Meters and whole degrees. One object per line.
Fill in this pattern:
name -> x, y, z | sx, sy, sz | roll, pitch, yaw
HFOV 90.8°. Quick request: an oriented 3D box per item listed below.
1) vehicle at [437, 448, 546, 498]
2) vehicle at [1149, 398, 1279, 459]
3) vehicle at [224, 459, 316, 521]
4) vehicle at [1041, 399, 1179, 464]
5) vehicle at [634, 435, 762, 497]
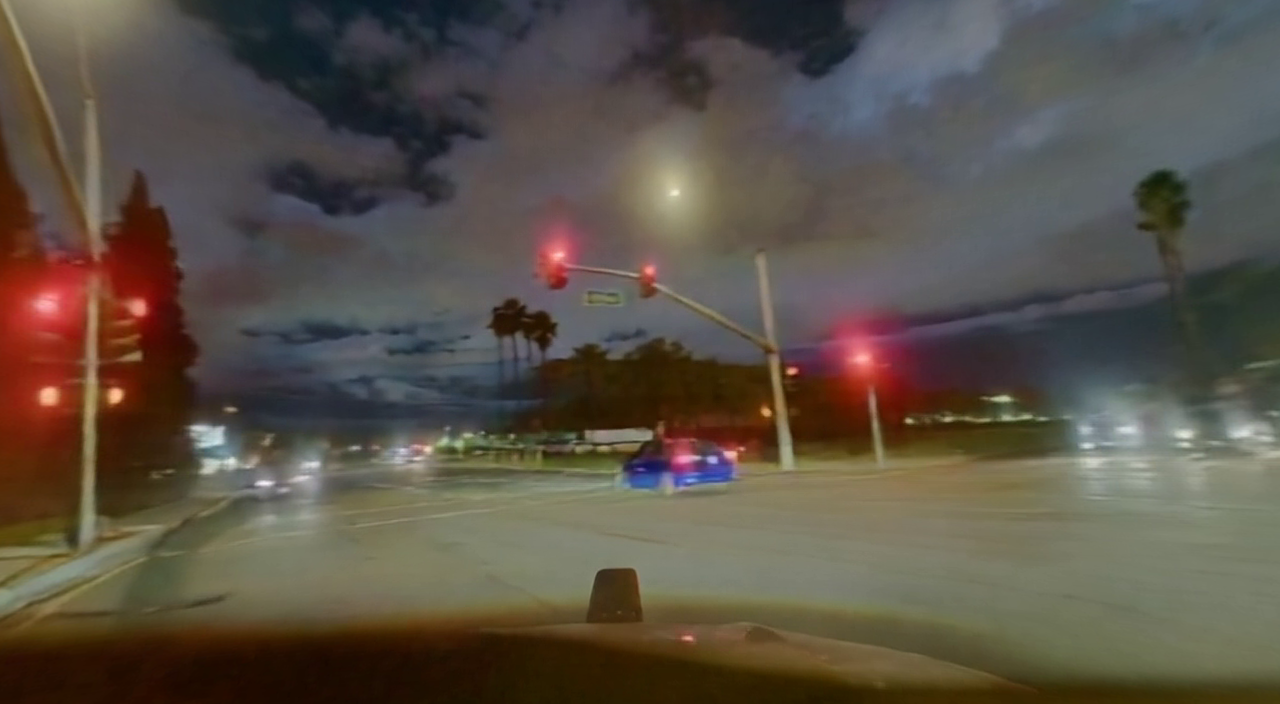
vehicle -> -5.336, 4.173, 22.259 | 2.068, 1.509, 4.687 | 6, -10, -35
vehicle -> 16.307, 2.172, 17.609 | 4.348, 1.498, 2.041 | 5, -10, -35
vehicle -> -11.478, 4.127, 19.442 | 1.951, 1.546, 4.597 | 6, -10, -35
vehicle -> 15.246, 2.550, 20.465 | 4.176, 1.593, 2.090 | -1, -9, -34
vehicle -> 1.428, 3.099, 17.606 | 2.089, 1.471, 4.206 | 2, -9, -17
